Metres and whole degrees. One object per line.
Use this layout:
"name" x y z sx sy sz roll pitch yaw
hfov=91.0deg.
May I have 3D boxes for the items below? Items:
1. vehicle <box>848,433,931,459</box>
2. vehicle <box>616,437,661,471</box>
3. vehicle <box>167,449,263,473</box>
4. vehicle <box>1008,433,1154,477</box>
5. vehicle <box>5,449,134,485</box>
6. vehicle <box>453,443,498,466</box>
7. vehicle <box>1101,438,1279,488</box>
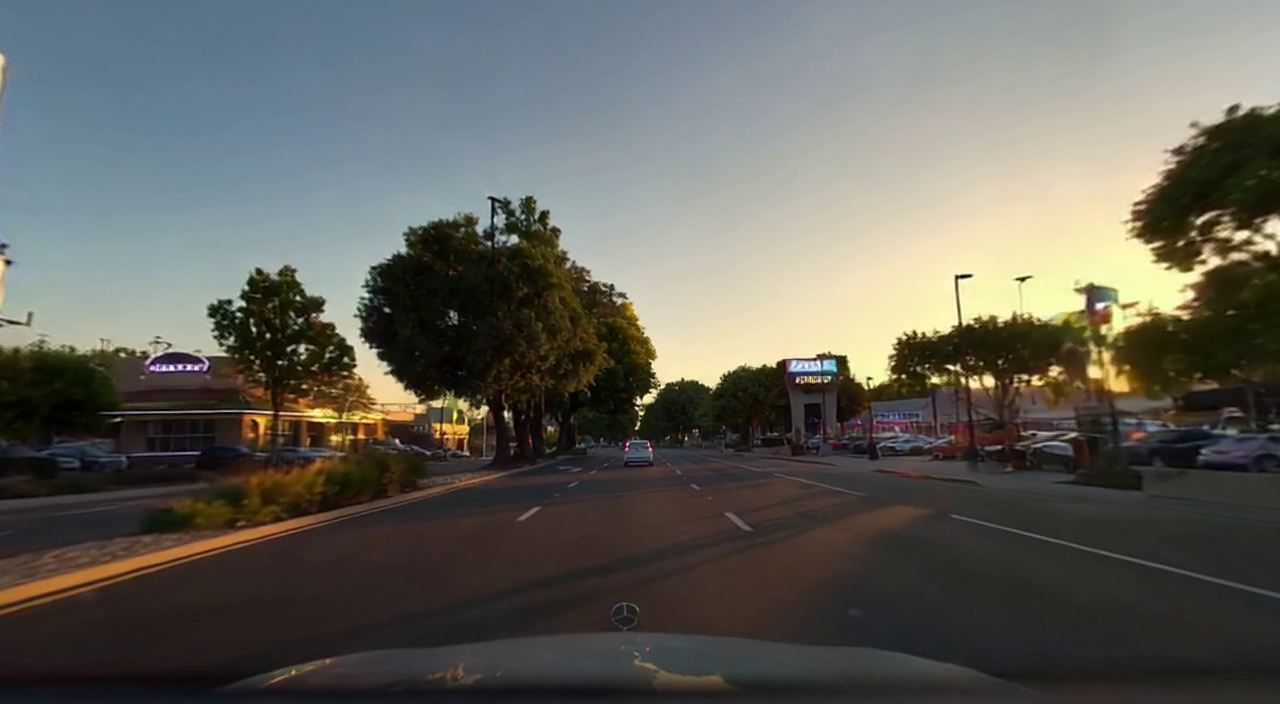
"vehicle" 17.883 6.742 45.249 5.083 1.778 2.063 0 -9 0
"vehicle" -0.097 4.806 29.795 1.998 1.452 3.773 0 -8 -1
"vehicle" -26.863 6.874 39.922 4.660 1.446 1.870 0 -8 -3
"vehicle" 16.286 3.843 23.623 1.949 1.458 4.865 0 -8 0
"vehicle" -27.114 5.447 30.014 4.355 1.504 1.874 -2 -9 1
"vehicle" -11.916 7.433 45.952 2.041 1.553 4.433 0 -8 0
"vehicle" 16.525 3.247 18.744 1.860 1.276 4.671 0 -8 -4
